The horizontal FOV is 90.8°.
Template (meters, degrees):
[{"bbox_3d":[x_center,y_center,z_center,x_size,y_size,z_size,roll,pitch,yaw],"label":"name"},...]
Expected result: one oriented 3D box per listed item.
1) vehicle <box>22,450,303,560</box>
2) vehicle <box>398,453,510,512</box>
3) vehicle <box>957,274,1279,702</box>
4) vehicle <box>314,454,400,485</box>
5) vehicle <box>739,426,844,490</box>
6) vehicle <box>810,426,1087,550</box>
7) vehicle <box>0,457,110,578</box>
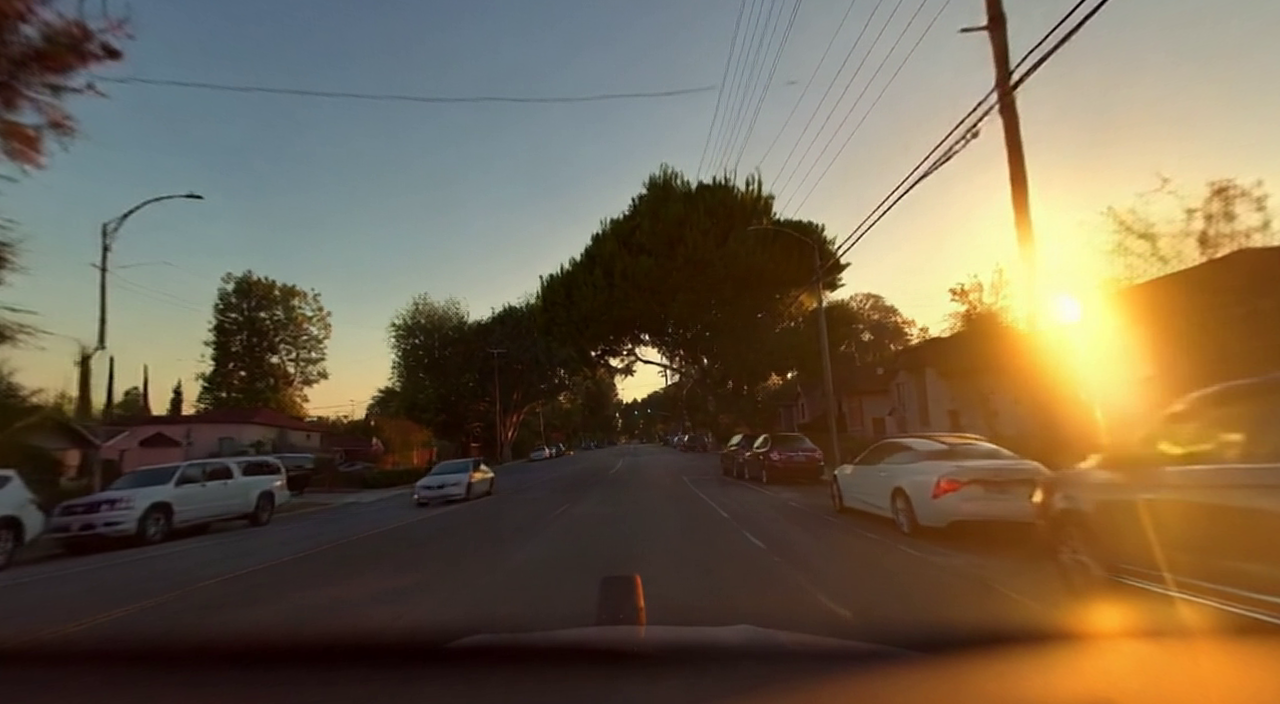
[{"bbox_3d":[-10.811,3.414,15.181,2.282,2.060,5.738,0,-8,-1],"label":"vehicle"},{"bbox_3d":[-5.480,3.860,19.252,1.948,1.502,4.434,-1,-8,2],"label":"vehicle"},{"bbox_3d":[4.436,0.754,3.647,2.330,2.160,5.550,0,-8,0],"label":"vehicle"},{"bbox_3d":[-18.614,7.670,41.667,4.676,1.846,1.967,8,-12,-44],"label":"vehicle"},{"bbox_3d":[4.592,3.308,20.028,1.980,1.773,4.853,0,-8,-2],"label":"vehicle"},{"bbox_3d":[4.544,2.069,10.457,2.001,1.532,5.029,0,-8,-1],"label":"vehicle"},{"bbox_3d":[-11.069,2.499,9.080,2.089,1.837,5.499,0,-8,1],"label":"vehicle"}]
